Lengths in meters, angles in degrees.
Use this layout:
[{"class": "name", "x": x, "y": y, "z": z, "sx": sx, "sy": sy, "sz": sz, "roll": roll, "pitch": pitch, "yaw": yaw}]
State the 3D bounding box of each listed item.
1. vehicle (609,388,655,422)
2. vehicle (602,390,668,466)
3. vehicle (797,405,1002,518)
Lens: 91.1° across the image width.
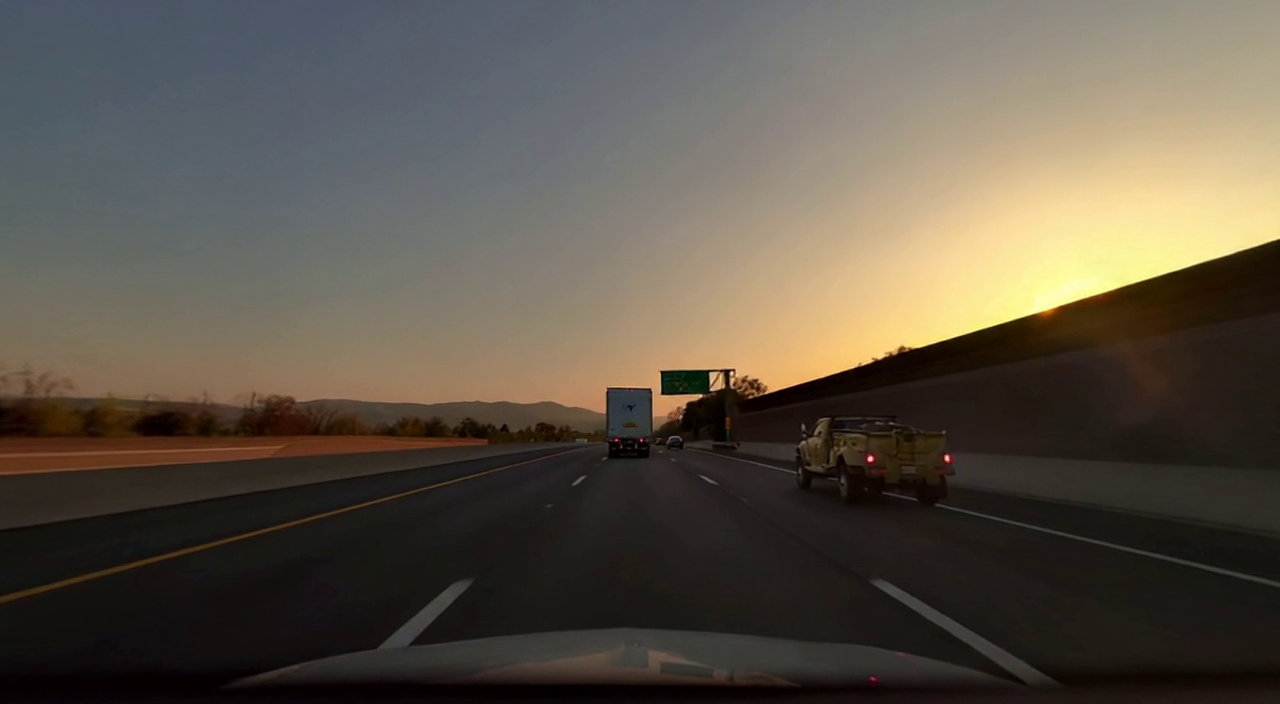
[{"class": "vehicle", "x": -0.385, "y": 2.647, "z": 30.801, "sx": 2.112, "sy": 1.472, "sz": 4.240, "roll": 0, "pitch": -8, "yaw": -1}, {"class": "vehicle", "x": -0.499, "y": 4.196, "z": 35.193, "sx": 2.953, "sy": 3.406, "sz": 13.372, "roll": 1, "pitch": -7, "yaw": -2}, {"class": "vehicle", "x": 4.818, "y": 2.089, "z": 12.615, "sx": 2.091, "sy": 1.829, "sz": 4.625, "roll": 0, "pitch": -8, "yaw": -1}]
